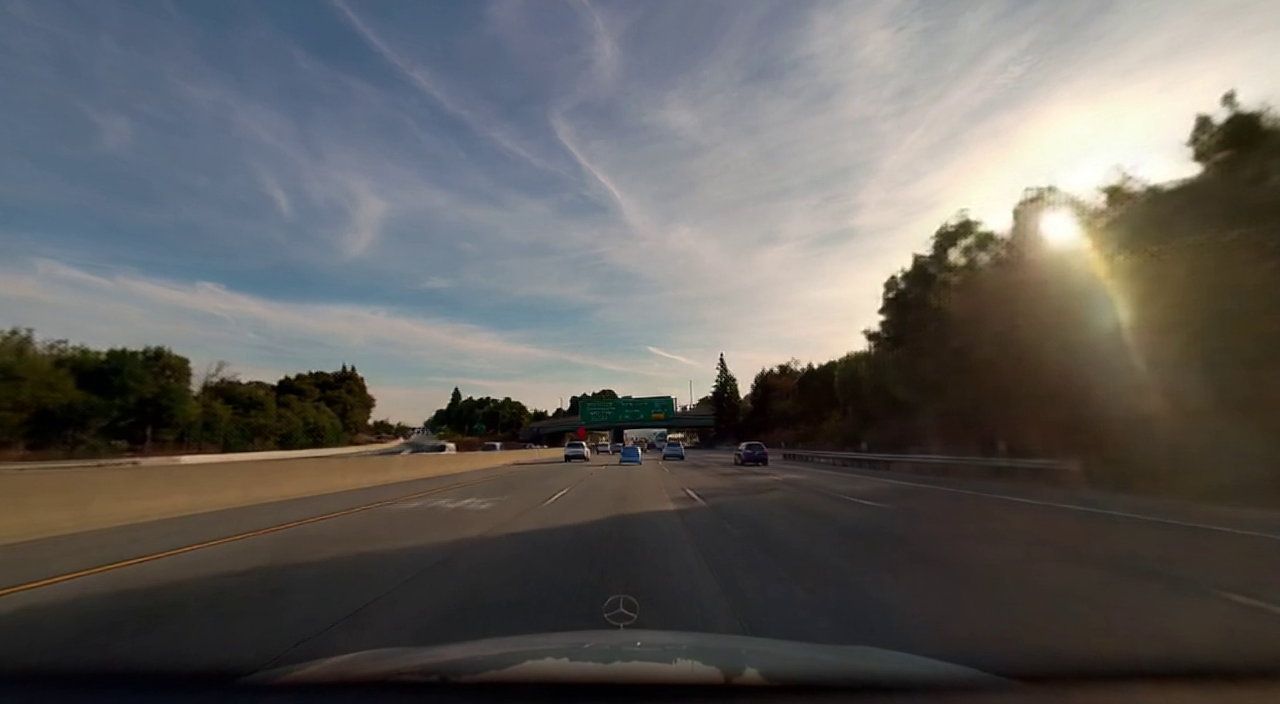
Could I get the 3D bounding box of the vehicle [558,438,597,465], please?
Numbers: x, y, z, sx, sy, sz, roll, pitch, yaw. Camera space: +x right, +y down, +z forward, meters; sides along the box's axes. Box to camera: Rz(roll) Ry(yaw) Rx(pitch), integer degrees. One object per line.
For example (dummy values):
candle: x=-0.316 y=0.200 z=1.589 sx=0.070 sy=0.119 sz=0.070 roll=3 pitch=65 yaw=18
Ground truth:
vehicle: x=-4.218 y=6.819 z=43.367 sx=2.113 sy=1.756 sz=4.471 roll=0 pitch=-9 yaw=1

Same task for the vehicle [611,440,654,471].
vehicle: x=-0.391 y=5.275 z=32.360 sx=2.075 sy=1.486 sz=4.007 roll=0 pitch=-8 yaw=-1

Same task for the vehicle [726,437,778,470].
vehicle: x=5.758 y=5.290 z=33.040 sx=1.936 sy=1.625 sz=3.991 roll=0 pitch=-9 yaw=-1
